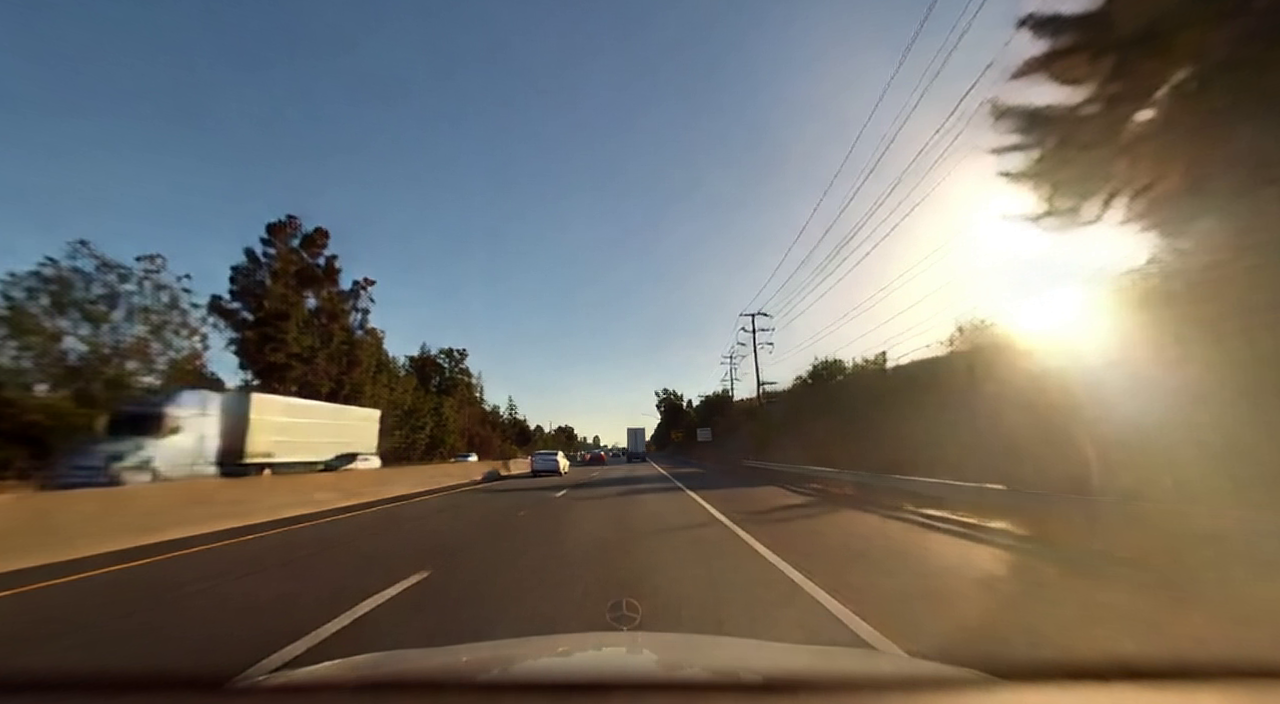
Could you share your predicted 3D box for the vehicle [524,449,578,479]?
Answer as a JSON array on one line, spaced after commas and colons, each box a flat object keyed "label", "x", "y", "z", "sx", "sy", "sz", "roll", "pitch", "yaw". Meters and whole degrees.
[{"label": "vehicle", "x": -4.490, "y": 5.742, "z": 32.593, "sx": 2.106, "sy": 1.445, "sz": 4.404, "roll": 0, "pitch": -9, "yaw": 0}]

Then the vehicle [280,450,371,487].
[{"label": "vehicle", "x": -13.411, "y": 4.954, "z": 27.189, "sx": 1.826, "sy": 1.447, "sz": 4.044, "roll": 0, "pitch": -9, "yaw": 0}]

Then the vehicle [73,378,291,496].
[{"label": "vehicle", "x": -17.207, "y": 3.383, "z": 24.625, "sx": 2.941, "sy": 3.886, "sz": 7.160, "roll": 0, "pitch": -9, "yaw": 0}]
